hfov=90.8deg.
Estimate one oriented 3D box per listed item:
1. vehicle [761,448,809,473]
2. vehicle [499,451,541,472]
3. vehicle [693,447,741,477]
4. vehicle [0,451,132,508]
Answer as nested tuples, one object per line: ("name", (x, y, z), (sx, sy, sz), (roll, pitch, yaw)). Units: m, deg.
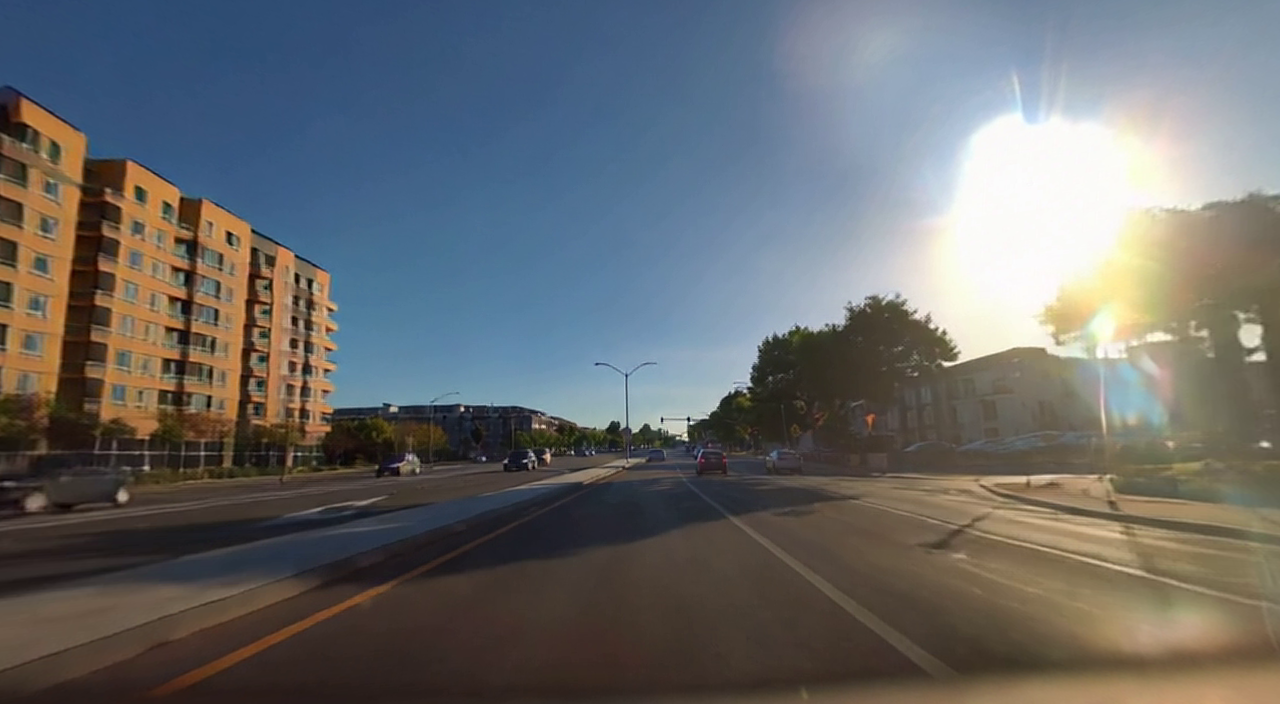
("vehicle", (8.766, 6.577, 38.500), (1.932, 1.439, 4.159), (0, -9, 0))
("vehicle", (-8.944, 8.210, 47.562), (2.012, 1.520, 4.645), (-1, -9, 3))
("vehicle", (4.097, 5.898, 34.215), (2.020, 1.479, 4.650), (0, -9, 0))
("vehicle", (-21.648, 4.502, 22.900), (2.141, 1.809, 5.002), (-1, -9, 3))
